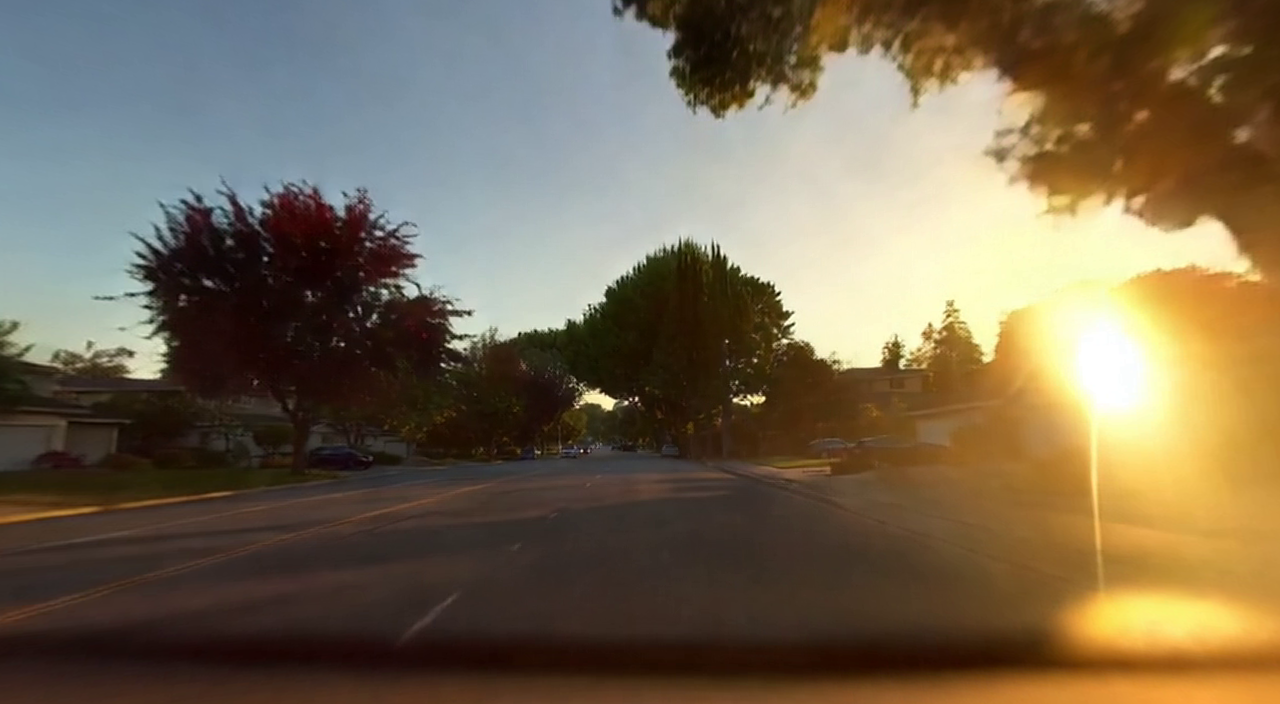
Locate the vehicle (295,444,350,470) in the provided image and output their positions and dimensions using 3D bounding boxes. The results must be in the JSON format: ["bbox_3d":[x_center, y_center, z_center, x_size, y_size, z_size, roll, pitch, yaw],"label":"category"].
[{"bbox_3d":[-22.603,7.413,44.910,2.253,1.768,4.266,8,-11,-44],"label":"vehicle"}]
